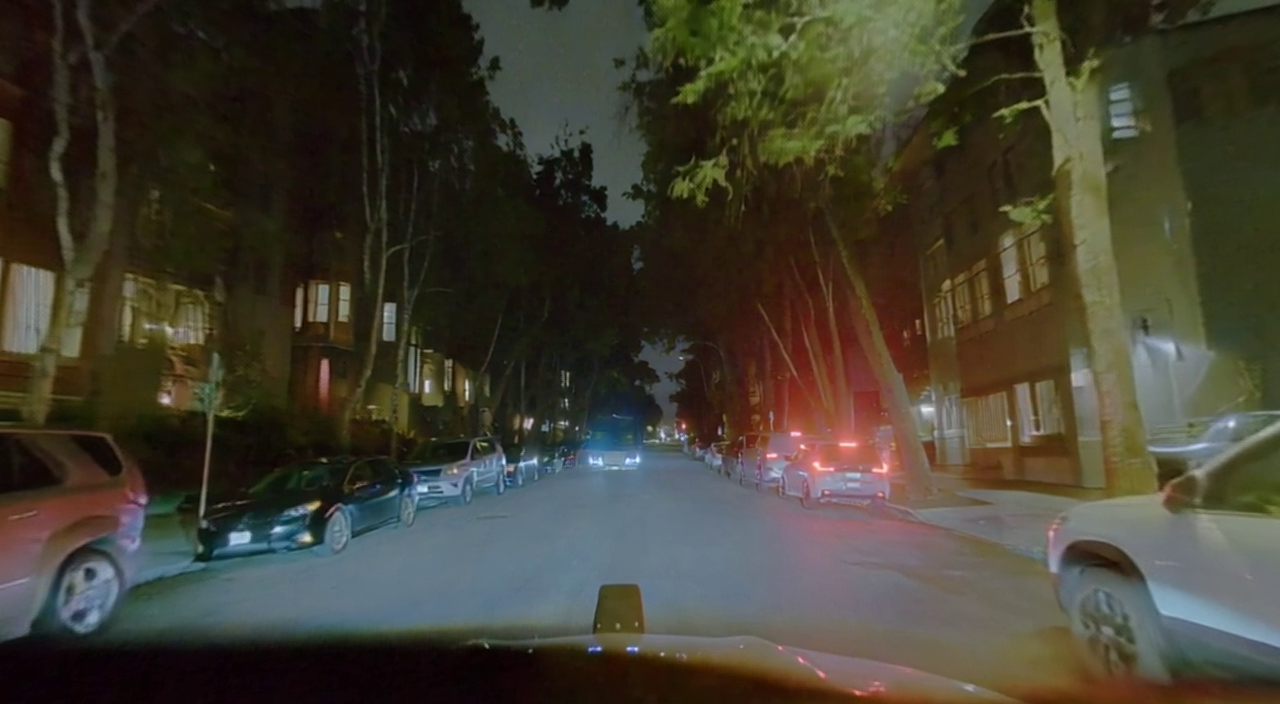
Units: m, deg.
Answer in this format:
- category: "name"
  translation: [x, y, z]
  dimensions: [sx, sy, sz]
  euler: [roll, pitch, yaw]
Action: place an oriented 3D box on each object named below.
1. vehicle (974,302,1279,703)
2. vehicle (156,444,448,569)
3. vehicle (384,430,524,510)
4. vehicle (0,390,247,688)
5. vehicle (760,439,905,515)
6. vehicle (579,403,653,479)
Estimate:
- category: "vehicle"
  translation: [3.492, 0.723, 2.041]
  dimensions: [2.182, 1.900, 4.779]
  euler: [0, -8, 0]
- category: "vehicle"
  translation: [-4.801, 2.204, 10.018]
  dimensions: [1.861, 1.474, 4.749]
  euler: [0, -8, 2]
- category: "vehicle"
  translation: [-4.743, 3.078, 17.113]
  dimensions: [2.002, 1.781, 5.380]
  euler: [0, -8, 2]
- category: "vehicle"
  translation: [-5.038, 1.136, 3.780]
  dimensions: [2.203, 1.815, 4.972]
  euler: [0, -8, -1]
- category: "vehicle"
  translation: [4.171, 2.752, 14.522]
  dimensions: [1.813, 1.468, 4.267]
  euler: [0, -8, -3]
- category: "vehicle"
  translation: [-0.884, 3.933, 27.907]
  dimensions: [2.716, 2.887, 6.781]
  euler: [0, -8, 2]
